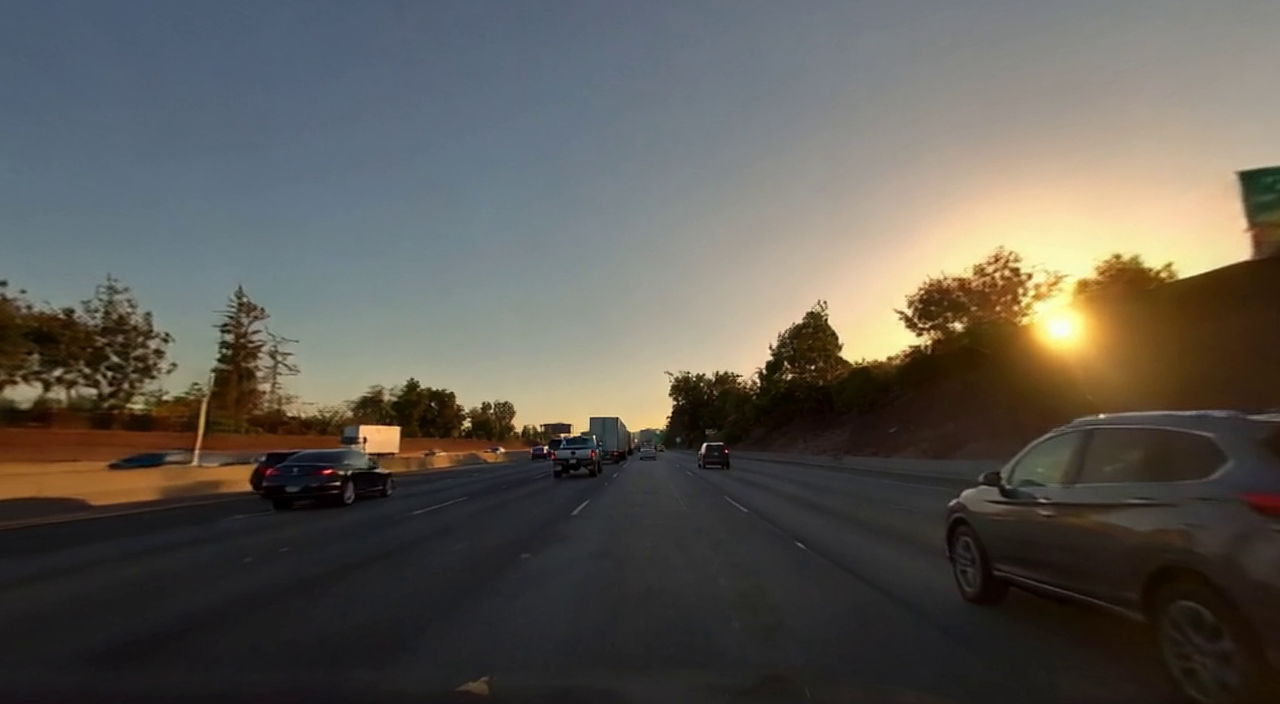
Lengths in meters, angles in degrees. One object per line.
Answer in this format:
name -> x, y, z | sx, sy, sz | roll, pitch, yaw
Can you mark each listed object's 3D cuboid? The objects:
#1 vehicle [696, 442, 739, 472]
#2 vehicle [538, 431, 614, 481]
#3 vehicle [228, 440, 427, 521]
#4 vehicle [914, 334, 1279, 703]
vehicle -> 4.613, 6.280, 37.856 | 2.026, 1.661, 3.865 | 0, -9, -1
vehicle -> -2.739, 4.698, 28.769 | 2.645, 2.023, 6.491 | 0, -9, 1
vehicle -> -6.617, 2.738, 14.040 | 2.235, 1.506, 4.159 | 0, -9, 1
vehicle -> 3.279, 0.891, 2.998 | 2.028, 1.658, 4.334 | 0, -9, 1
